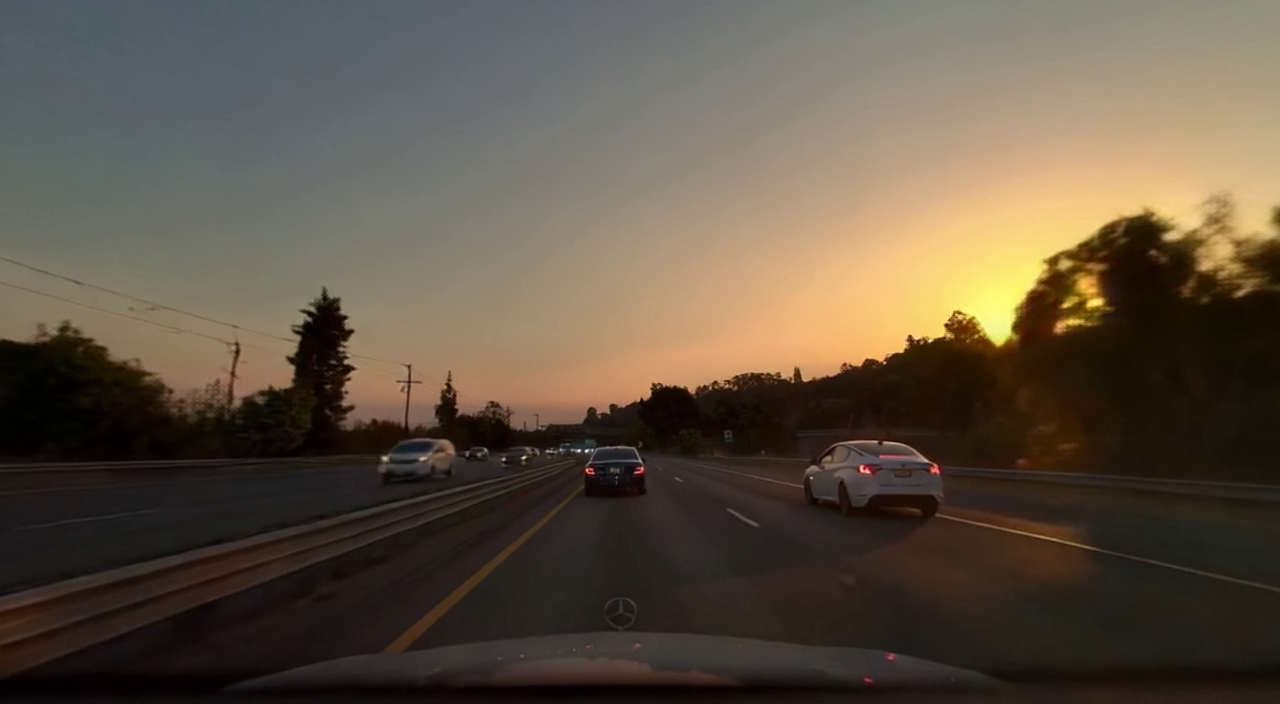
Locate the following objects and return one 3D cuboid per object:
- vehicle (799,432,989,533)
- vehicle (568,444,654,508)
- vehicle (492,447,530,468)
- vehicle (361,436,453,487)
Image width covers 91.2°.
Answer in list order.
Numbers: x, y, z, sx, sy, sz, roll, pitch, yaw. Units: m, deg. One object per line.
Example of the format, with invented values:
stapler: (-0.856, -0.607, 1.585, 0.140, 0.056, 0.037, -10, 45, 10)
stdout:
vehicle: (4.451, 2.333, 11.696, 1.910, 1.554, 3.718, 0, -9, -1)
vehicle: (-0.702, 3.238, 16.879, 2.013, 1.479, 4.169, 0, -9, -1)
vehicle: (-9.545, 7.826, 46.661, 1.899, 1.522, 4.578, 0, -9, -1)
vehicle: (-9.021, 4.263, 24.699, 2.033, 1.814, 4.280, 0, -9, -1)
